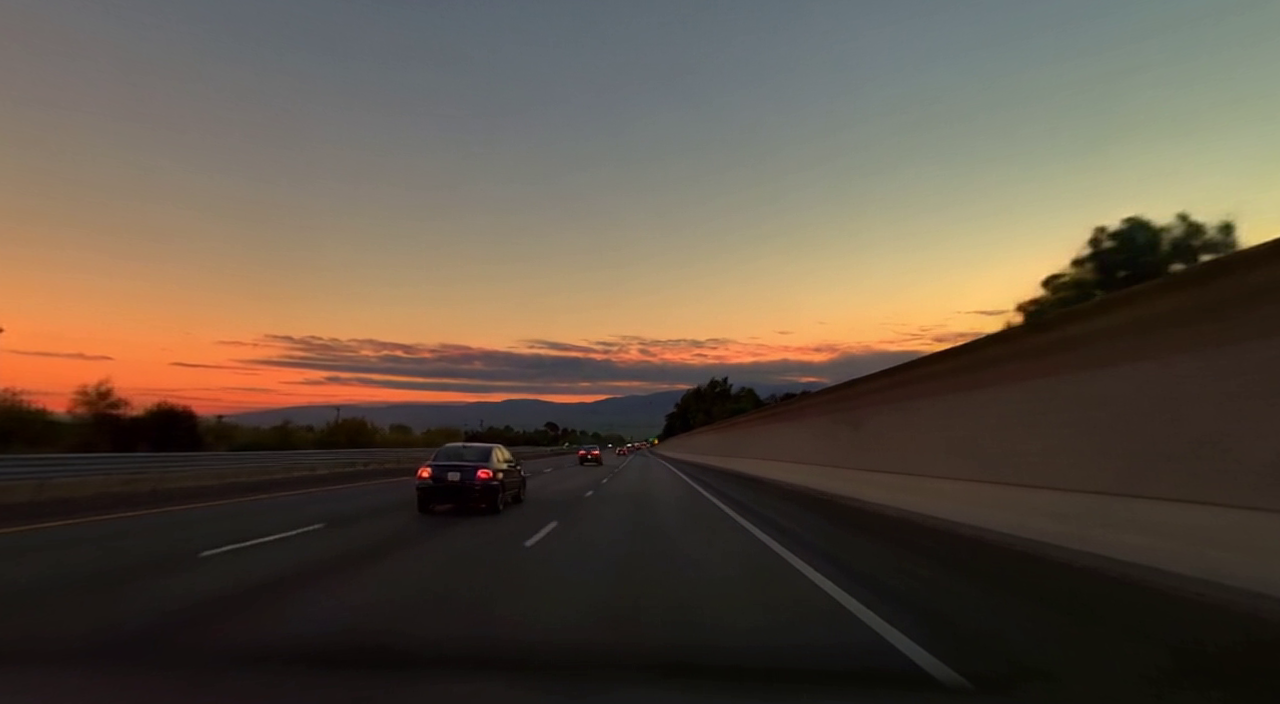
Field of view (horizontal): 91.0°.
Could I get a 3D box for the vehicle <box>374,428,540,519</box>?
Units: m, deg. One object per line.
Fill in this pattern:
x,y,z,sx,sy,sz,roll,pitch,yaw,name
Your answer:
-3.570,2.469,13.260,2.195,1.573,4.176,0,-9,0,vehicle

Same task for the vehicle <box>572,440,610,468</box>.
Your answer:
-3.170,6.709,41.492,2.133,1.683,4.340,0,-9,0,vehicle
